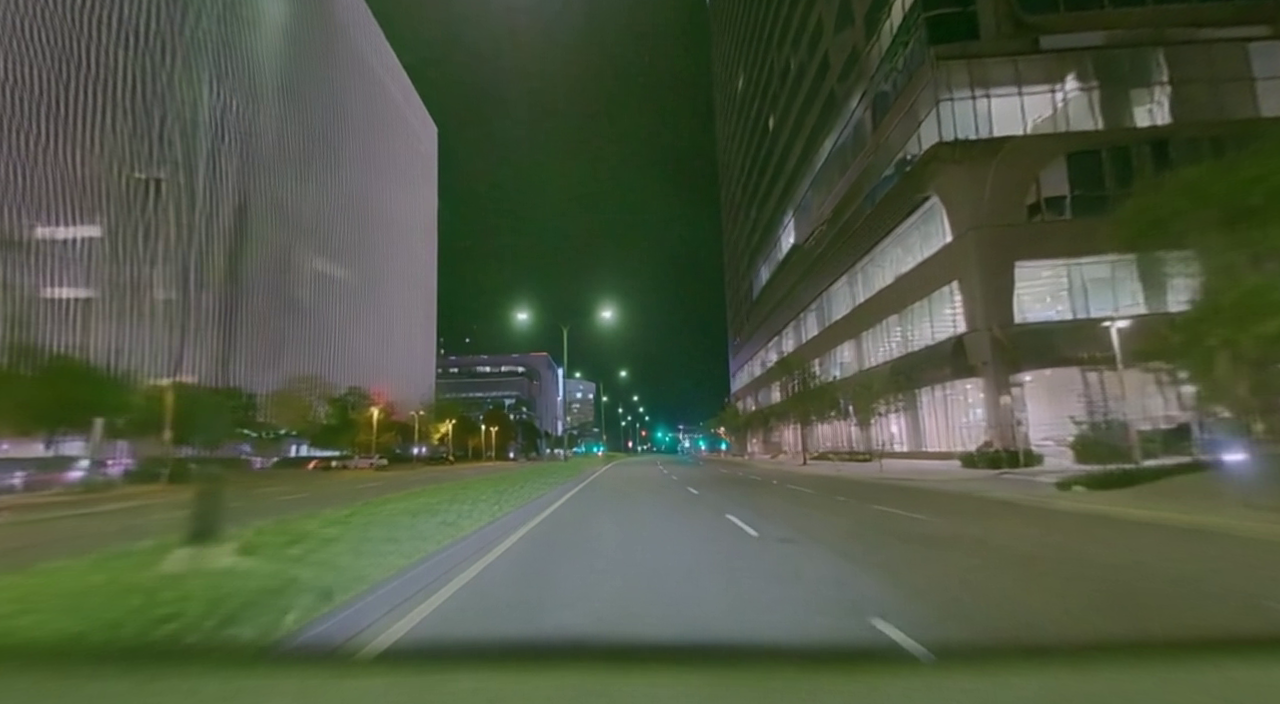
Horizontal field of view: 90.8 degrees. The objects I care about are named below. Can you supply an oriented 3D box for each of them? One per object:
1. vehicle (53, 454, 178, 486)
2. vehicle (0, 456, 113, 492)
[{"bbox_3d":[-26.534,5.959,32.181,4.405,1.469,2.047,4,-9,-25],"label":"vehicle"},{"bbox_3d":[-26.446,5.368,27.997,4.401,1.431,1.877,5,-10,-32],"label":"vehicle"}]
